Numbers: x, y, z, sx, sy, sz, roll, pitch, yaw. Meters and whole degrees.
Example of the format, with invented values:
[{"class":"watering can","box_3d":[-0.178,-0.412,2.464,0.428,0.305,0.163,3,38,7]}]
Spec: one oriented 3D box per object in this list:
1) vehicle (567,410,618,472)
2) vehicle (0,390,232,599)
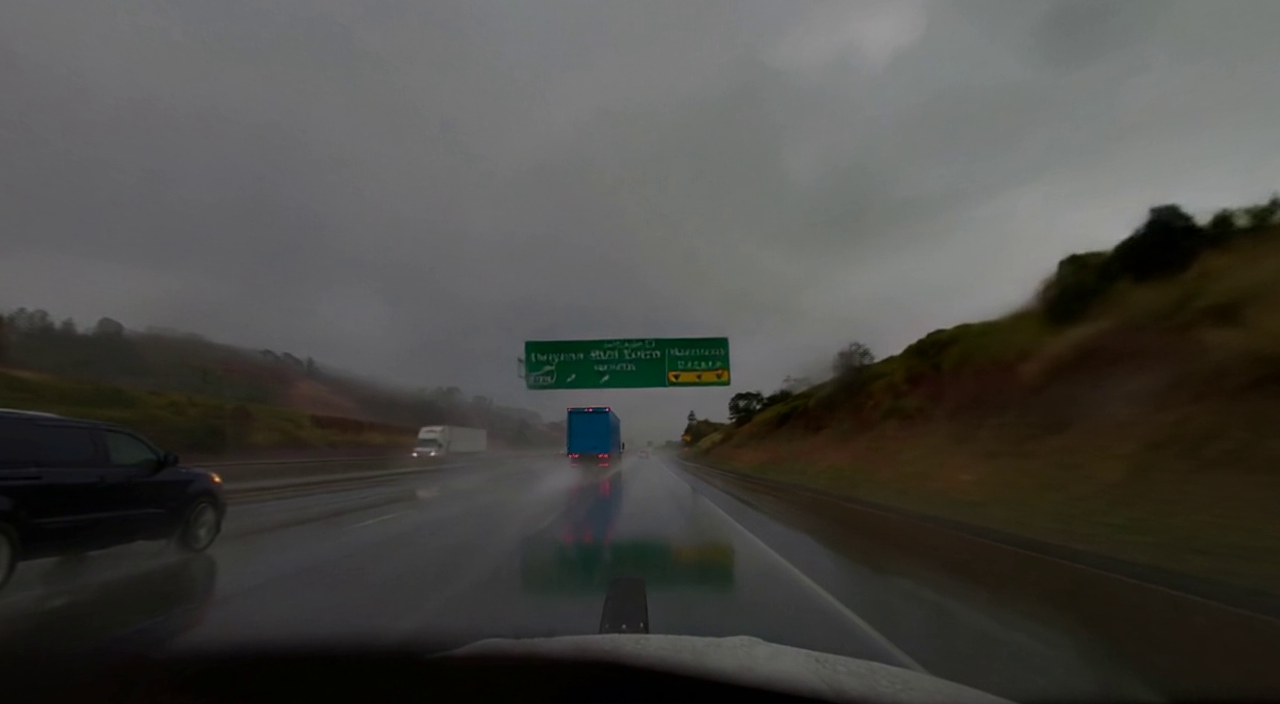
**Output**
[{"class":"vehicle","box_3d":[-3.417,7.058,49.766,2.893,4.073,15.281,0,-8,0]},{"class":"vehicle","box_3d":[-6.858,1.359,6.180,2.175,1.860,5.236,0,-8,0]}]
